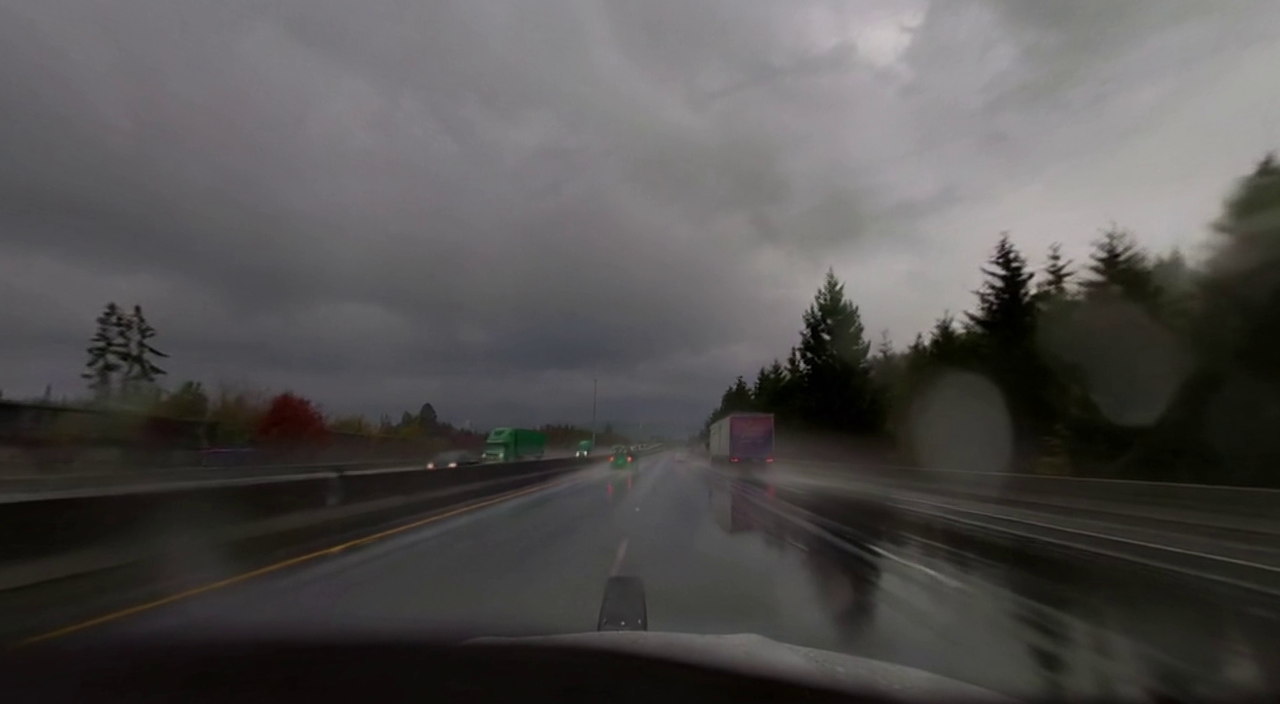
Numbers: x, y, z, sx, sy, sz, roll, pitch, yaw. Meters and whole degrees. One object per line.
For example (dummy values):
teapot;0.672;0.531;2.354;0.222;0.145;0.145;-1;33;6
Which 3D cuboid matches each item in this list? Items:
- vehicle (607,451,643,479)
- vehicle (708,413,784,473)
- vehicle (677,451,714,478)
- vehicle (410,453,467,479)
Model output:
vehicle;-0.808;6.663;37.453;1.960;1.579;4.384;0;-9;1
vehicle;7.737;7.156;49.048;3.476;3.855;16.742;0;-9;2
vehicle;3.304;6.837;38.408;1.957;1.541;4.099;0;-9;1
vehicle;-12.319;6.998;38.804;1.901;1.472;4.374;0;-9;2
